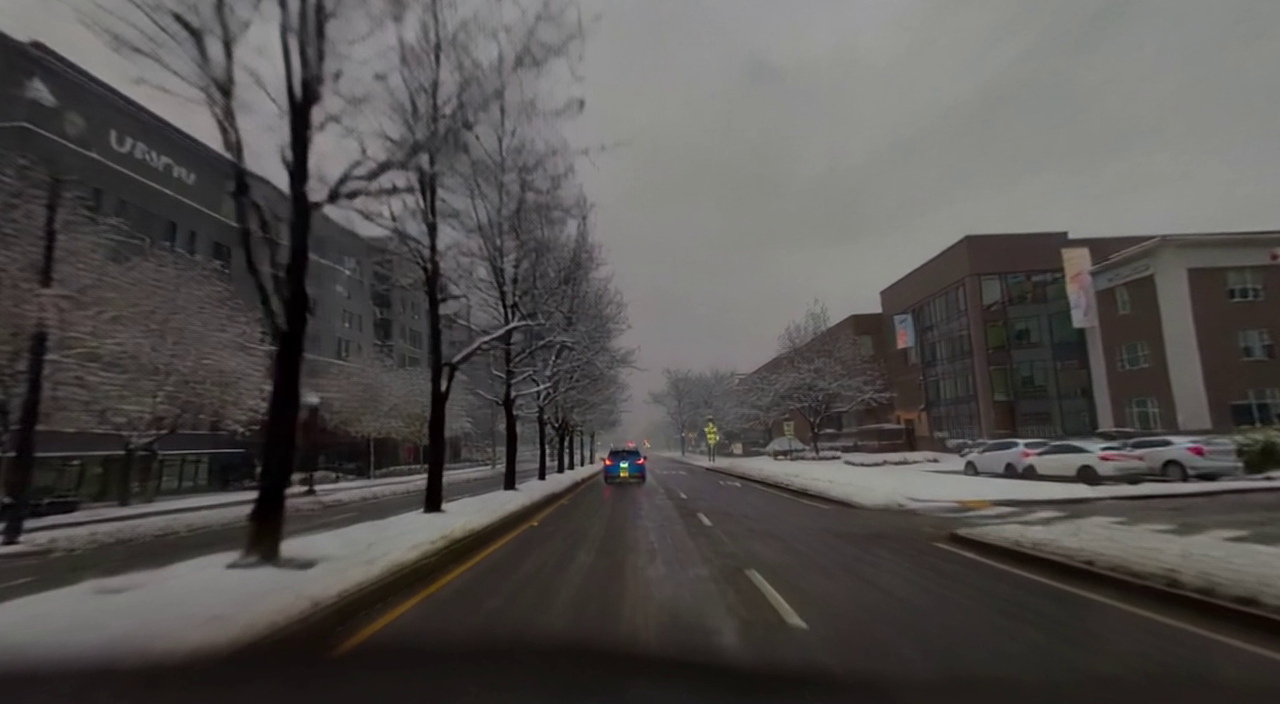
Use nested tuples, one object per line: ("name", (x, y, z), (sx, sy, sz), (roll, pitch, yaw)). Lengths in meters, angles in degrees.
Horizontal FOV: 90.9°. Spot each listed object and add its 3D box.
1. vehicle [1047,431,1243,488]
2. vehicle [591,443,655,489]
("vehicle", (14.559, 3.108, 18.379), (4.003, 1.476, 1.884), (-2, -8, 2))
("vehicle", (-0.600, 3.966, 22.280), (2.063, 1.442, 4.135), (0, -9, -2))
